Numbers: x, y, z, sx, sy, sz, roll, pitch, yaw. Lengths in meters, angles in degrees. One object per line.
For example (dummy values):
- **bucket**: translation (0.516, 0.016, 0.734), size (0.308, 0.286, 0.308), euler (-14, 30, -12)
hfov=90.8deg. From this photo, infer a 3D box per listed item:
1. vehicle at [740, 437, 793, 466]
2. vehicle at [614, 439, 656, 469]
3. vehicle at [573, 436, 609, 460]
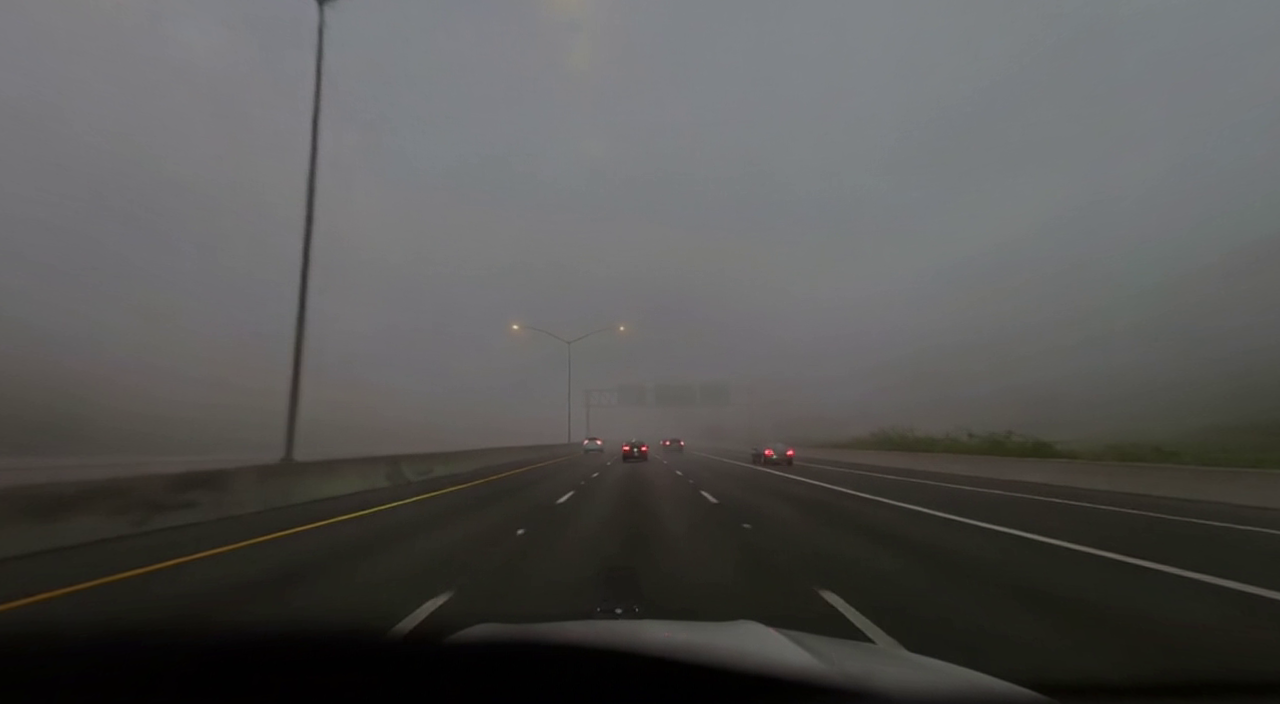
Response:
- **vehicle**: translation (6.949, 5.534, 35.141), size (1.935, 1.478, 4.433), euler (0, -9, -1)
- **vehicle**: translation (-0.282, 5.221, 32.512), size (1.985, 1.457, 4.227), euler (0, -9, -1)
- **vehicle**: translation (-3.418, 6.854, 45.133), size (2.123, 1.661, 4.601), euler (0, -9, 1)
